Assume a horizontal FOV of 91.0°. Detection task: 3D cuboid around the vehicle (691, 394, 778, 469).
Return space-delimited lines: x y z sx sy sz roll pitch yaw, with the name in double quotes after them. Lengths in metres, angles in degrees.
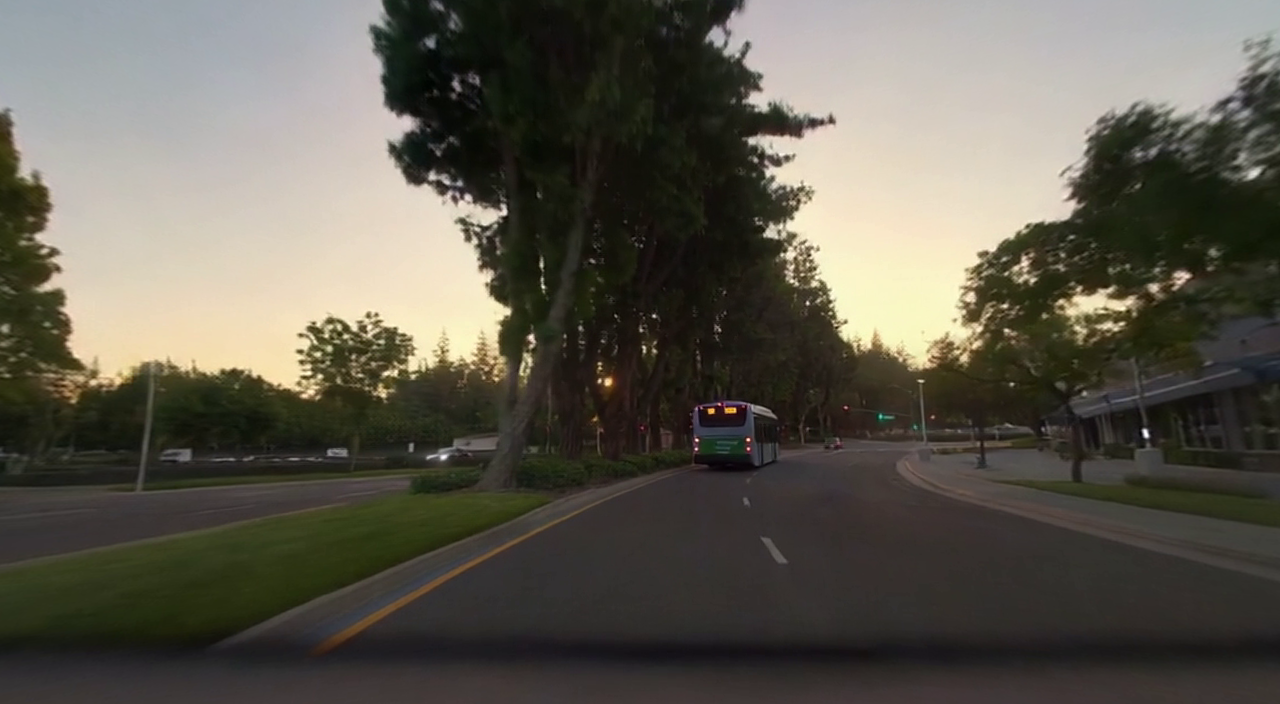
5.538 4.528 34.740 3.031 3.429 11.005 -3 -9 17 "vehicle"
